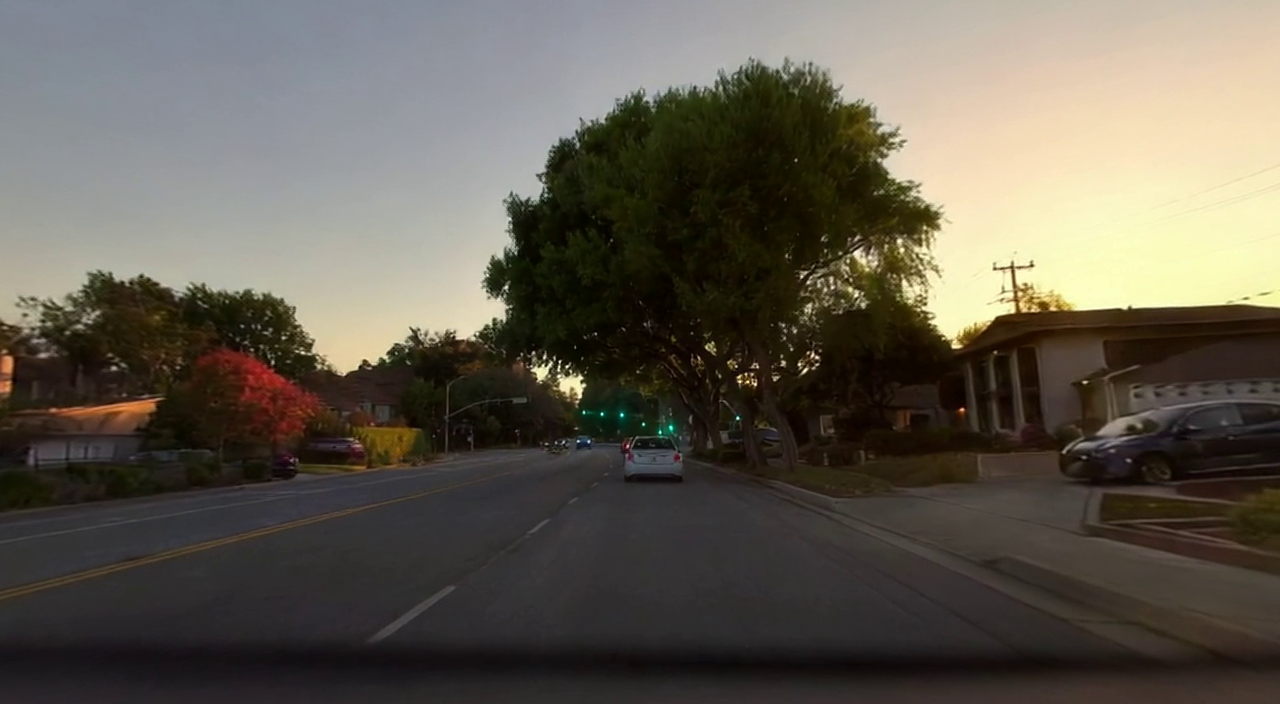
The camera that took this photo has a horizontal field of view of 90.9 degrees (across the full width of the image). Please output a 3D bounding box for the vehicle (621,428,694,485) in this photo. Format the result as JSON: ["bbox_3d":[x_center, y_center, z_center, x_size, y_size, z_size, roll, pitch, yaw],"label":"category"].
[{"bbox_3d":[0.527,3.314,20.230,2.088,1.607,3.903,0,-8,1],"label":"vehicle"}]

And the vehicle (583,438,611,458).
[{"bbox_3d":[-3.305,7.446,48.819,2.040,1.477,4.199,0,-8,-2],"label":"vehicle"}]

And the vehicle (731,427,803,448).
[{"bbox_3d":[9.272,6.271,46.139,4.783,1.514,1.895,2,-9,-14],"label":"vehicle"}]

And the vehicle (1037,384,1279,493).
[{"bbox_3d":[10.159,1.451,11.244,4.746,1.485,1.916,-5,-8,0],"label":"vehicle"}]
